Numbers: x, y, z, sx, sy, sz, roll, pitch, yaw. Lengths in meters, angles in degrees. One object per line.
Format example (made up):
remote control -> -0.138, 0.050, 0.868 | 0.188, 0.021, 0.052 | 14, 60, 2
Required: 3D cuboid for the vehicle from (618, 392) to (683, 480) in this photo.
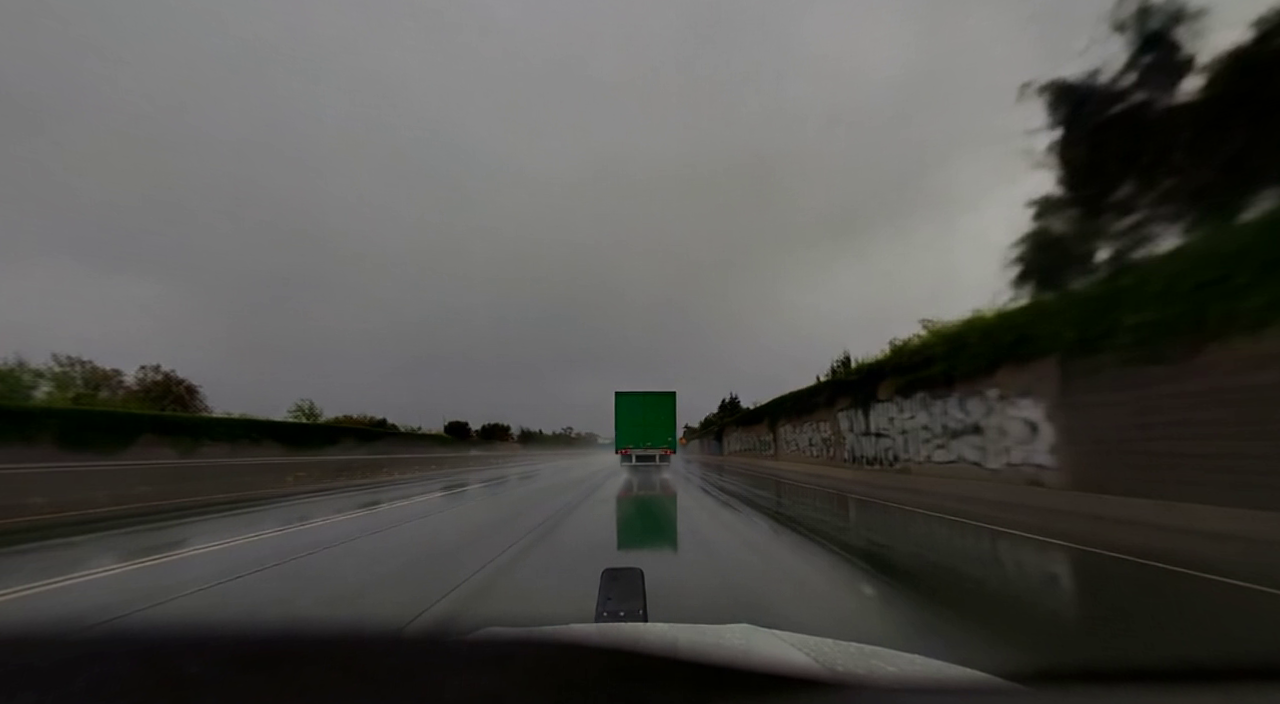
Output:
vehicle -> 0.406, 4.573, 33.644 | 2.900, 3.955, 10.151 | 0, -9, -1
